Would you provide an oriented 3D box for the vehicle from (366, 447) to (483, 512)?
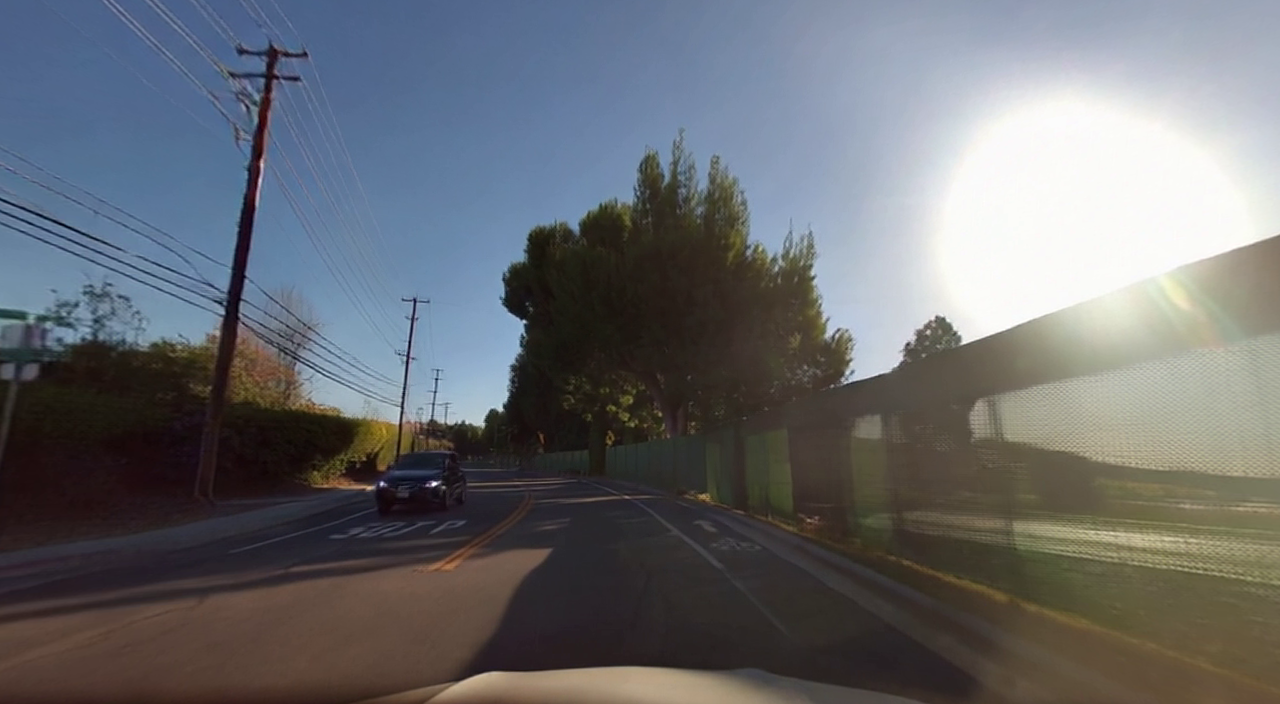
[{"bbox_3d":[-5.609,3.341,17.109,2.034,1.479,4.521,1,-9,-7],"label":"vehicle"}]
